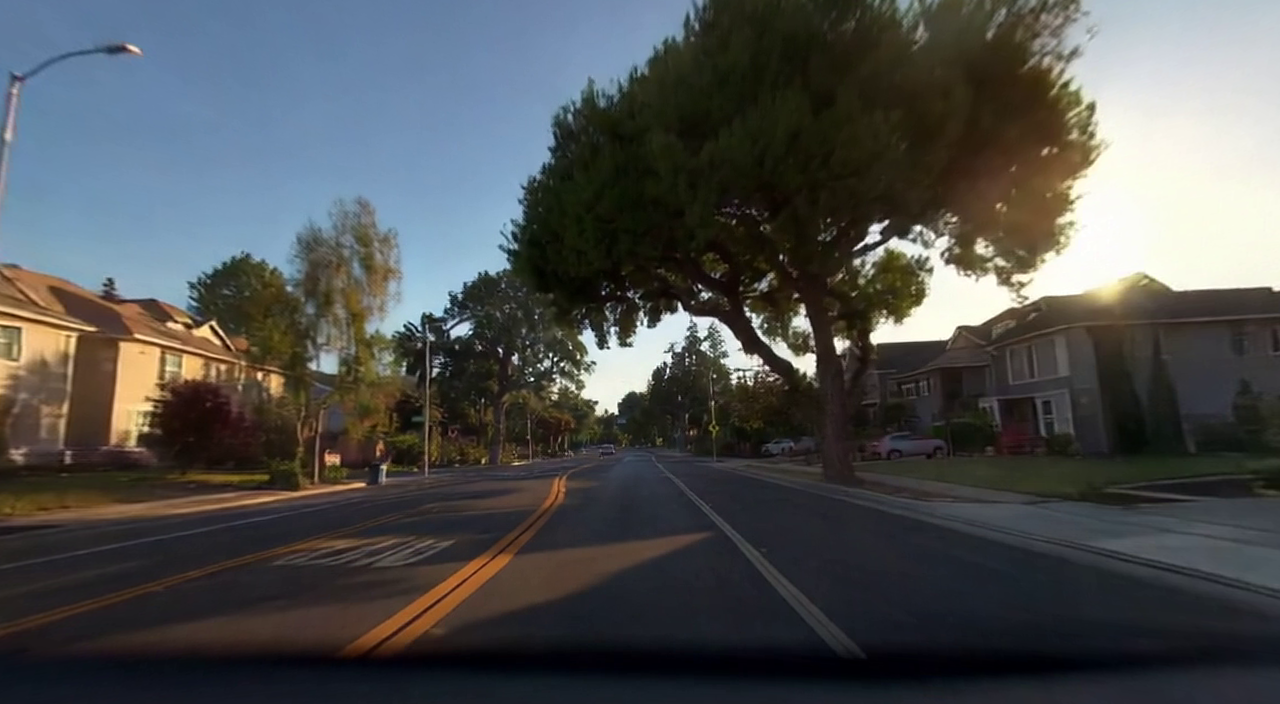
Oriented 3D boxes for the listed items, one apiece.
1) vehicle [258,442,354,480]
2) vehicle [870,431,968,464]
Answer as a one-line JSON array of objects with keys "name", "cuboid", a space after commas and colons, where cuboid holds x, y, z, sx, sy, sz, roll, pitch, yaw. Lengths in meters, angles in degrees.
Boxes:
[{"name": "vehicle", "cuboid": [-18.042, 5.880, 34.490, 2.161, 1.873, 5.514, 0, -8, 1]}, {"name": "vehicle", "cuboid": [15.695, 5.385, 35.699, 4.548, 1.535, 1.882, -4, -9, 3]}]
